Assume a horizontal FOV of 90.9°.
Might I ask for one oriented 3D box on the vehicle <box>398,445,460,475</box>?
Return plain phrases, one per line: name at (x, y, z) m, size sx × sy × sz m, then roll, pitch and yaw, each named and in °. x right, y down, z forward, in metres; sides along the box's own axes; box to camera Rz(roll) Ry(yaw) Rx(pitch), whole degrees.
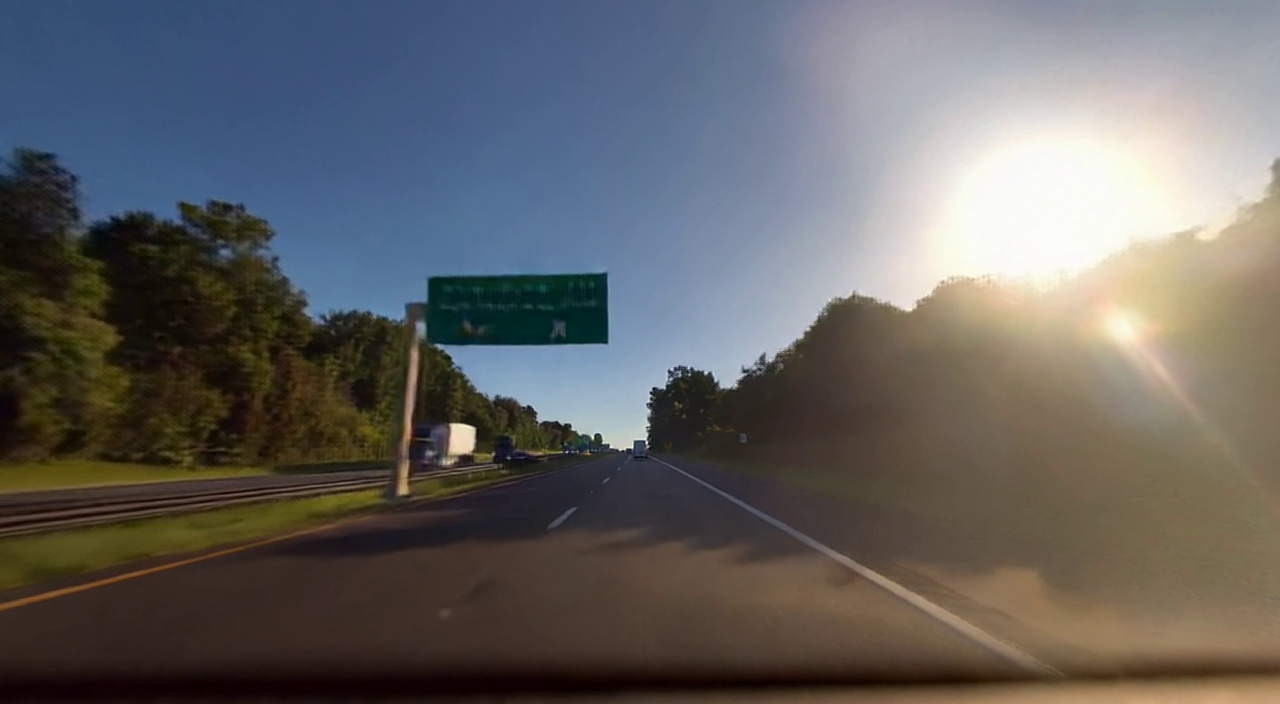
vehicle at (-11.721, 6.009, 35.297) m, size 1.875 × 1.503 × 4.582 m, roll 0°, pitch -9°, yaw 0°
